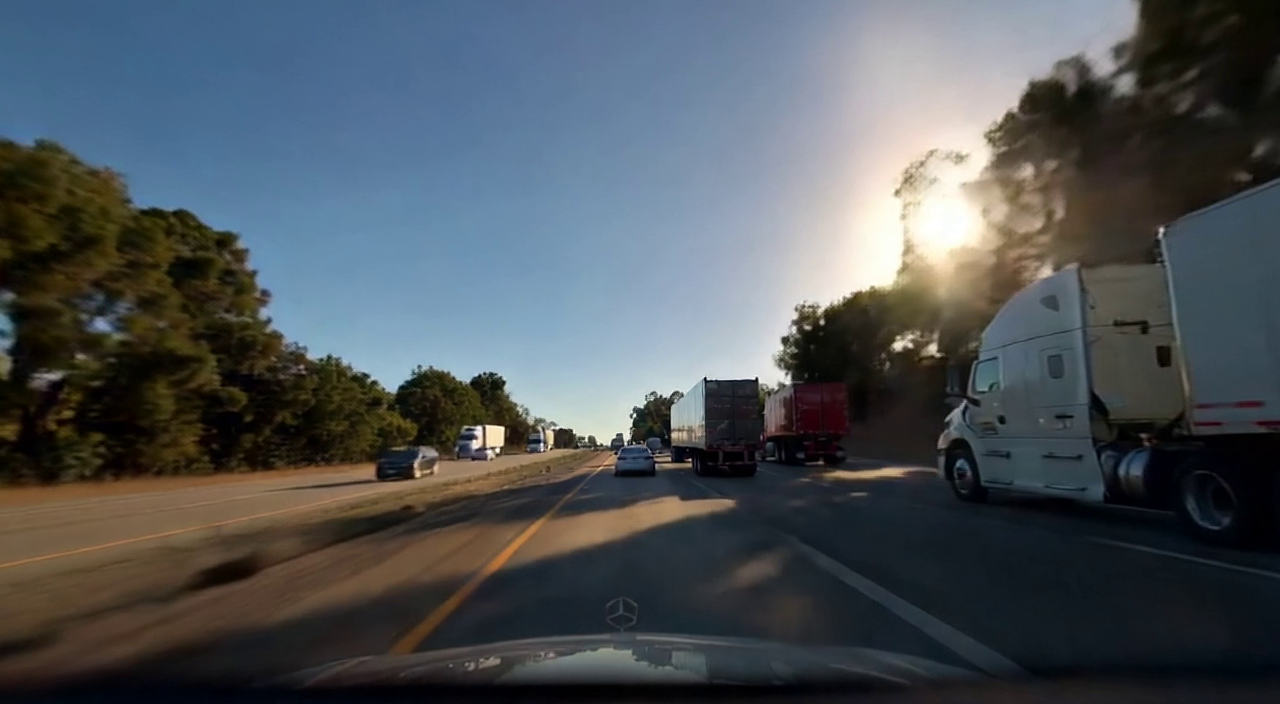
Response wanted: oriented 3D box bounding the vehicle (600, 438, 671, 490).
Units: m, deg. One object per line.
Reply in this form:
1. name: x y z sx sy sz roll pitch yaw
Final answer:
1. vehicle: -0.184 3.500 20.217 2.038 1.477 3.773 0 -8 -2

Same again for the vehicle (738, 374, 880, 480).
1. vehicle: 7.692 3.852 31.680 2.876 4.111 14.145 0 -8 -2

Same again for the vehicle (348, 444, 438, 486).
1. vehicle: -9.776 4.466 25.305 1.890 1.468 4.193 0 -8 0

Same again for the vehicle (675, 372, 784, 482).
1. vehicle: 3.745 3.753 30.786 2.888 4.099 14.183 0 -8 -2

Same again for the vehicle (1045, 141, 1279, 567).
1. vehicle: 8.160 -0.483 2.737 3.110 4.308 14.260 0 -8 -1
